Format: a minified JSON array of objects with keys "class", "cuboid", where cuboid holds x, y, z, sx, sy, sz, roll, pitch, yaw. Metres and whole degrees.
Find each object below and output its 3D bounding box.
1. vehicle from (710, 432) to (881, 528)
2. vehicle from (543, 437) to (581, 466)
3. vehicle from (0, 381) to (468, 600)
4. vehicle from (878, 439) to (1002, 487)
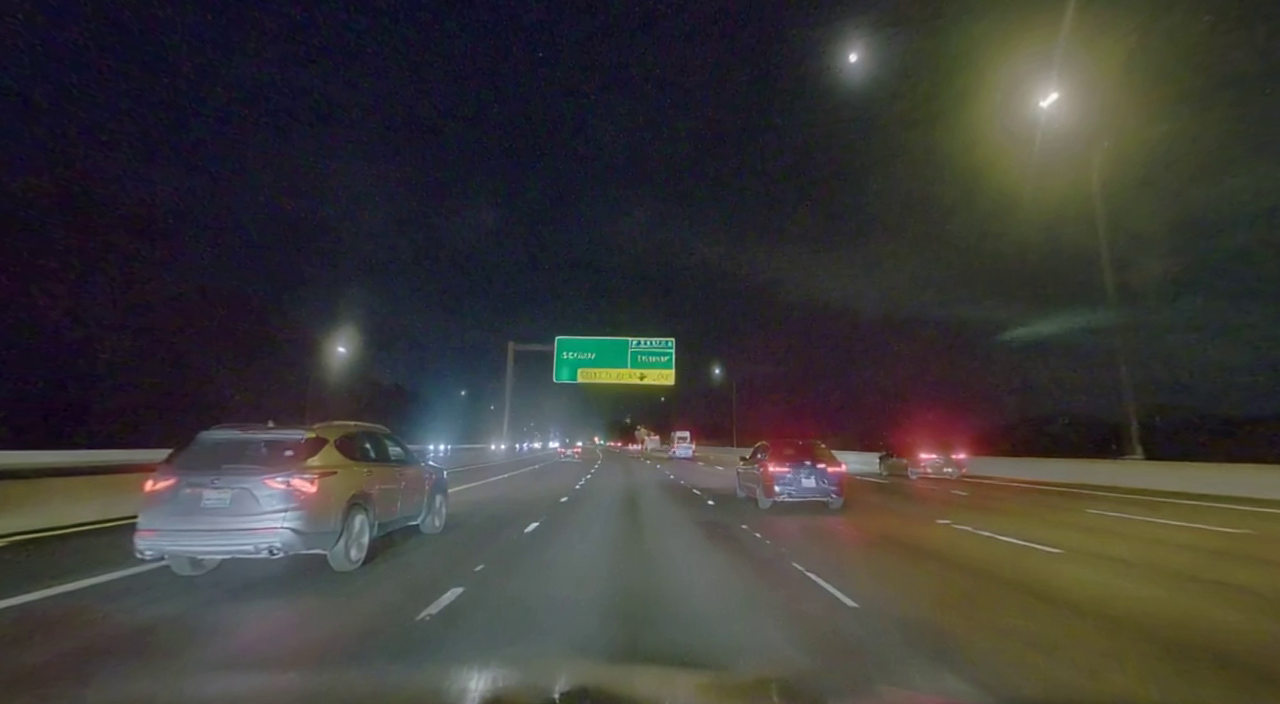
[{"class":"vehicle","cuboid":[2.735,2.364,12.305,2.053,1.510,4.400,0,-9,-2]},{"class":"vehicle","cuboid":[-5.148,6.658,42.331,2.149,1.843,4.348,0,-9,-2]},{"class":"vehicle","cuboid":[-4.461,1.595,8.297,2.684,1.839,5.803,0,-9,1]},{"class":"vehicle","cuboid":[10.310,3.844,22.128,2.105,1.496,4.393,0,-9,-1]}]
